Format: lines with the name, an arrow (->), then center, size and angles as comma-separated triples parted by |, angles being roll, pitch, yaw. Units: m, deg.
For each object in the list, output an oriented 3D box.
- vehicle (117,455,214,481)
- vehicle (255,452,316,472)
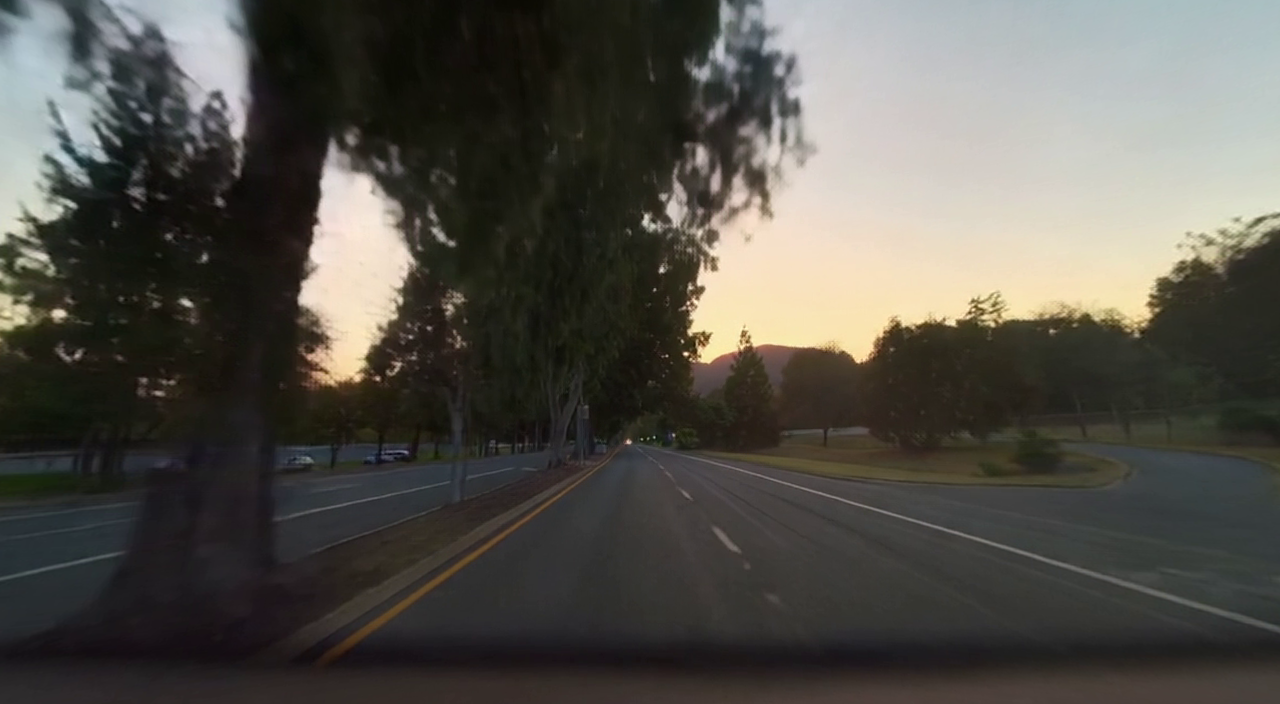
vehicle -> -27.727, 6.785, 37.007 | 3.956, 1.414, 2.109 | -1, -8, 0
vehicle -> -27.544, 8.546, 49.207 | 3.706, 1.426, 1.668 | 0, -8, -2
